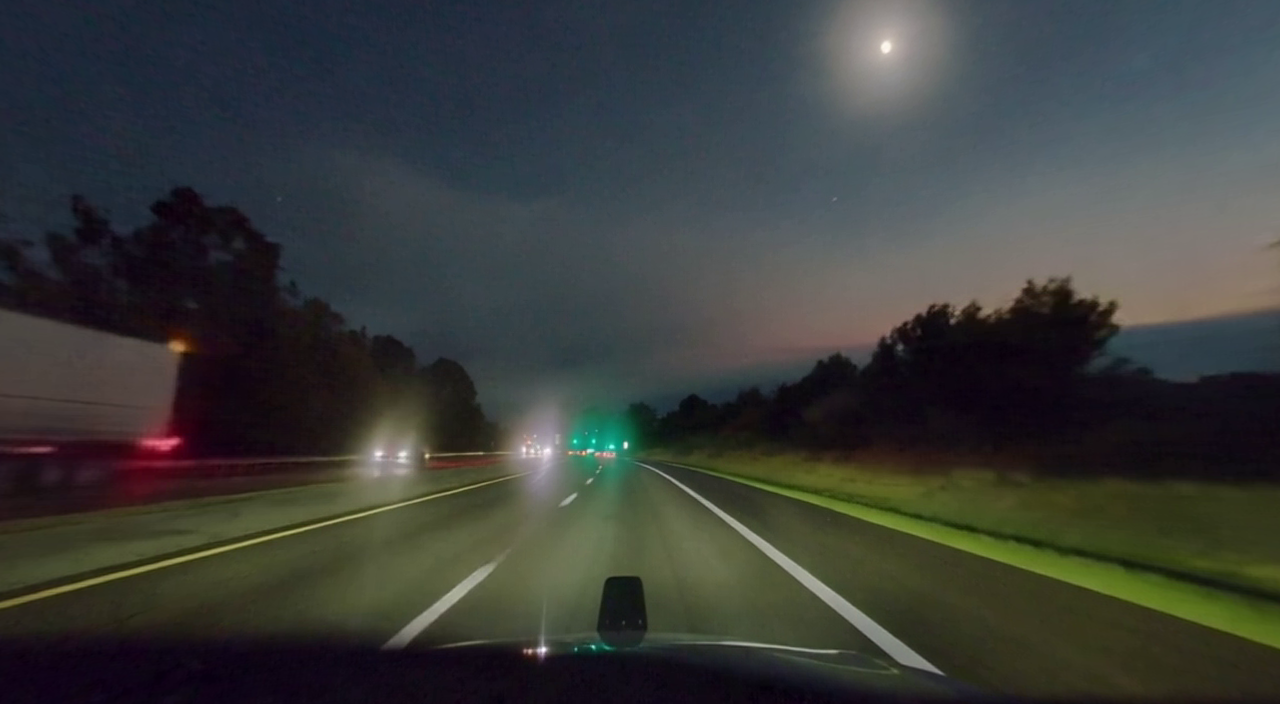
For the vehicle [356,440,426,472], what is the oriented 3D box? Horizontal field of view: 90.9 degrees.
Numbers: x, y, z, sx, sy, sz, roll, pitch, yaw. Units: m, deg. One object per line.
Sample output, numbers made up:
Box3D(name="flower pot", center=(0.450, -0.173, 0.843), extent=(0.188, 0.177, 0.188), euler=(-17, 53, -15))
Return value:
Box3D(name="vehicle", center=(-12.818, 5.366, 32.701), extent=(2.167, 1.558, 3.727), euler=(0, -9, -2))
